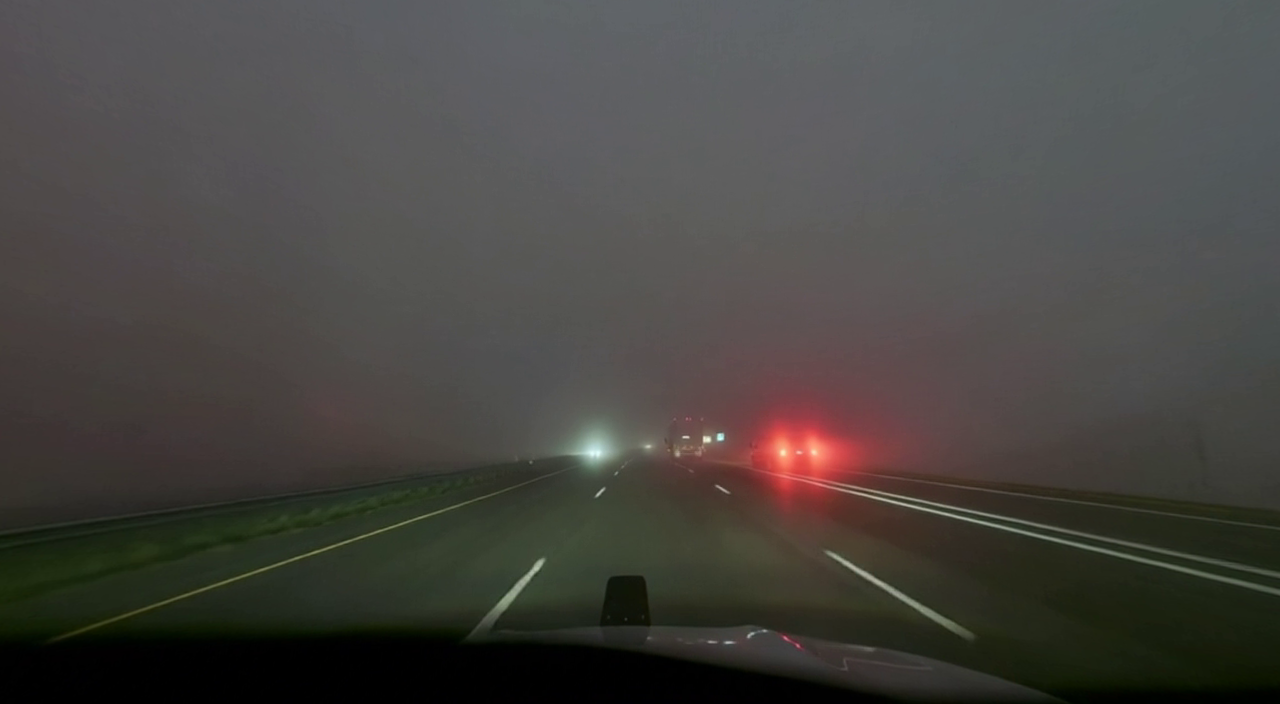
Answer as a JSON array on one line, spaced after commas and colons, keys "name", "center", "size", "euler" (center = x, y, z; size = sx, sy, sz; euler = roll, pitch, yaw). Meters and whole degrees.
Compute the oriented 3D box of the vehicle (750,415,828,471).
[{"name": "vehicle", "center": [7.963, 4.994, 34.538], "size": [2.474, 2.730, 7.349], "euler": [0, -8, 0]}]
